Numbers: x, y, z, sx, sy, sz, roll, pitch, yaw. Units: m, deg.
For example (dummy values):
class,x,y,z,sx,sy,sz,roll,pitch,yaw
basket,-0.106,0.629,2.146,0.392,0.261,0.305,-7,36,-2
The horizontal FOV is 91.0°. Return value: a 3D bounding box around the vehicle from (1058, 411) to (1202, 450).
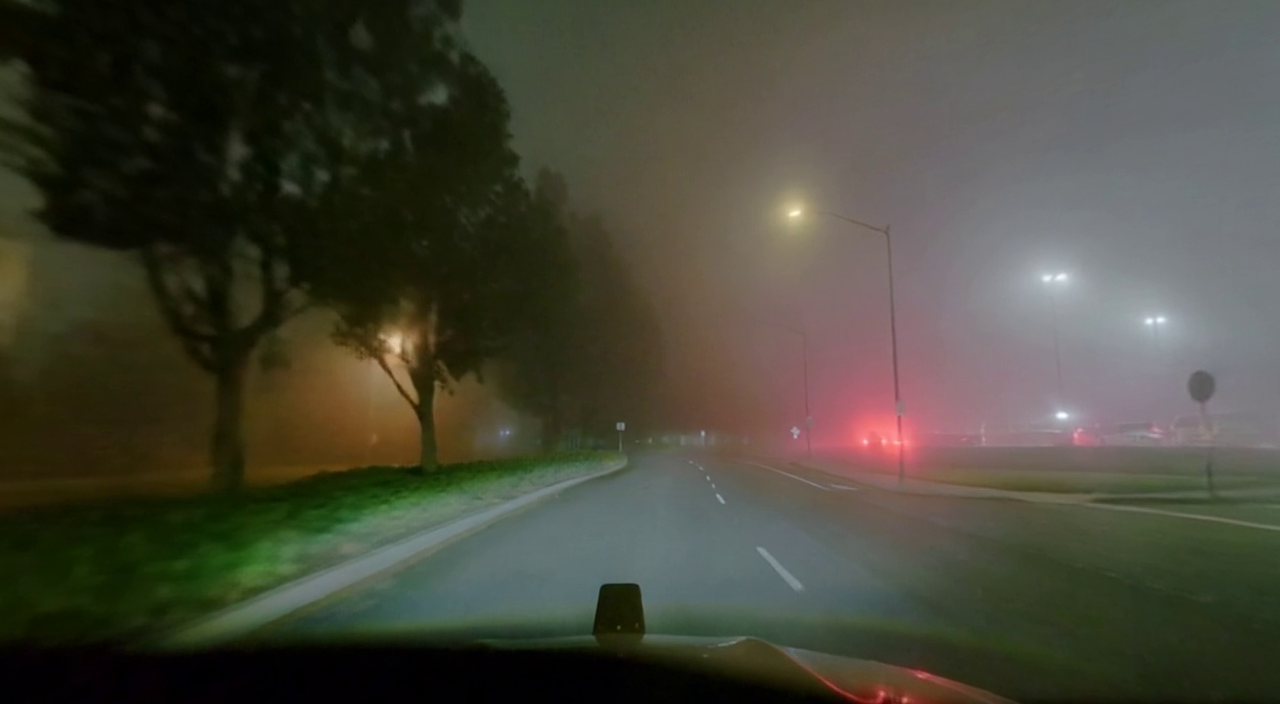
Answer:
class,x,y,z,sx,sy,sz,roll,pitch,yaw
vehicle,31.242,5.117,40.421,2.569,2.236,6.684,7,-11,-36
